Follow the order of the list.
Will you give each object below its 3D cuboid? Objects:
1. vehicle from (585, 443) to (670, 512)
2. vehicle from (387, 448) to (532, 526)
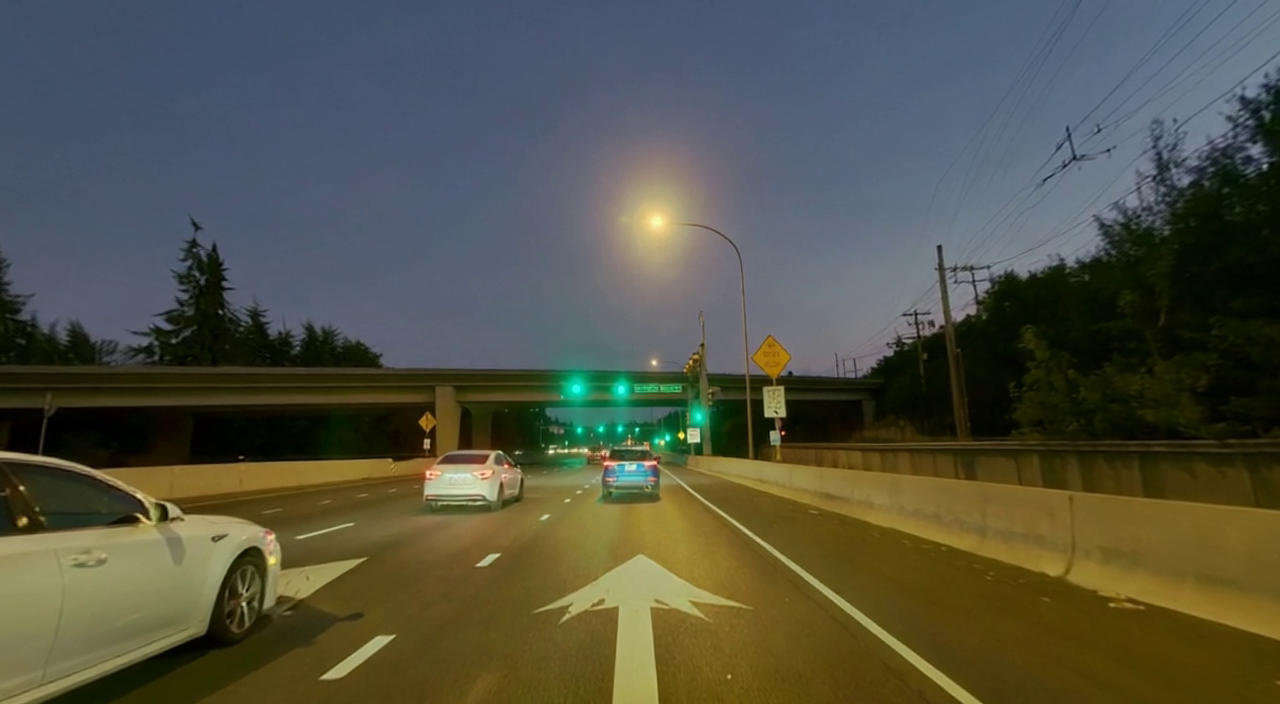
[{"bbox_3d":[-0.312,3.208,16.683,1.985,1.565,3.968,0,-9,-1],"label":"vehicle"},{"bbox_3d":[-3.748,2.851,13.975,1.946,1.437,4.154,0,-9,0],"label":"vehicle"}]
